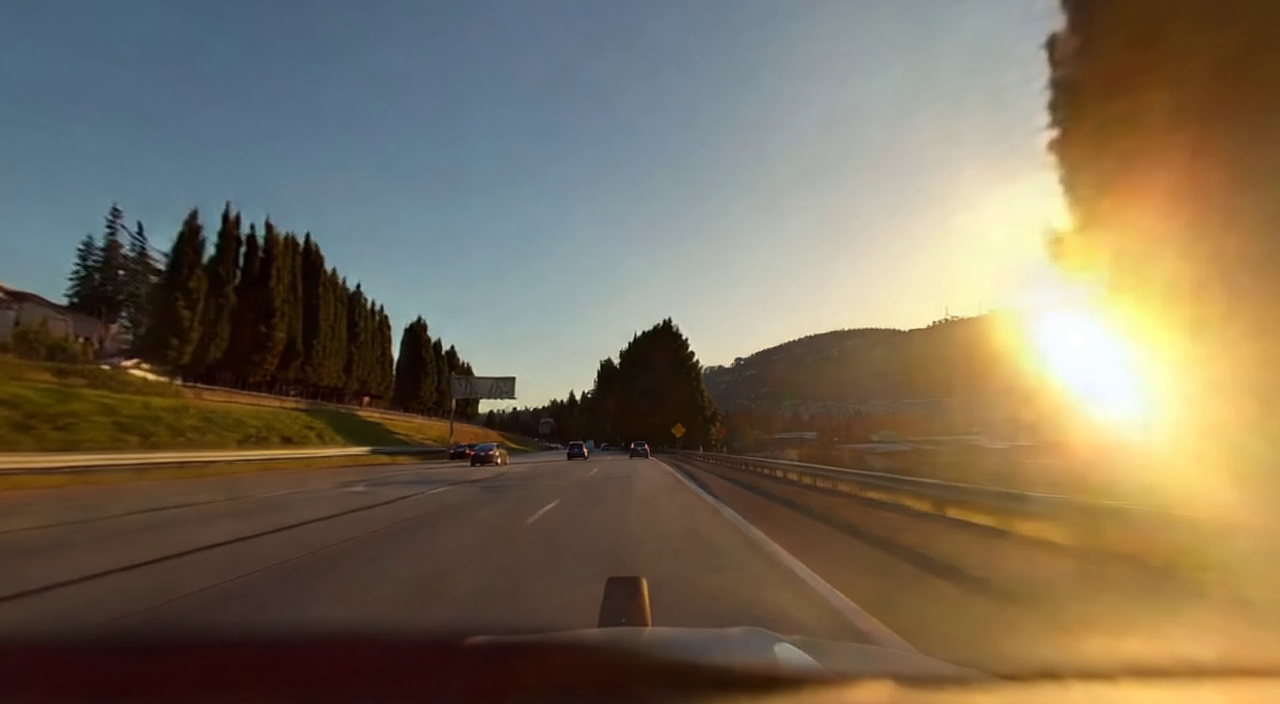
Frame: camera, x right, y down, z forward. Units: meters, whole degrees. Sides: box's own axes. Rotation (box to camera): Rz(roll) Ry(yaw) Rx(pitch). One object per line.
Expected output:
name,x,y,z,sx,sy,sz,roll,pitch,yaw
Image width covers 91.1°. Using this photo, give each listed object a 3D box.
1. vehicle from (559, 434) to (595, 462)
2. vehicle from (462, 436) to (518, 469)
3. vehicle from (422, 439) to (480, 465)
vehicle,-4.345,6.691,43.946,2.138,1.833,4.622,0,-8,-1
vehicle,-8.035,5.409,34.025,2.015,1.651,4.432,0,-8,-1
vehicle,-11.679,6.208,39.156,2.100,1.537,5.092,0,-8,-1
